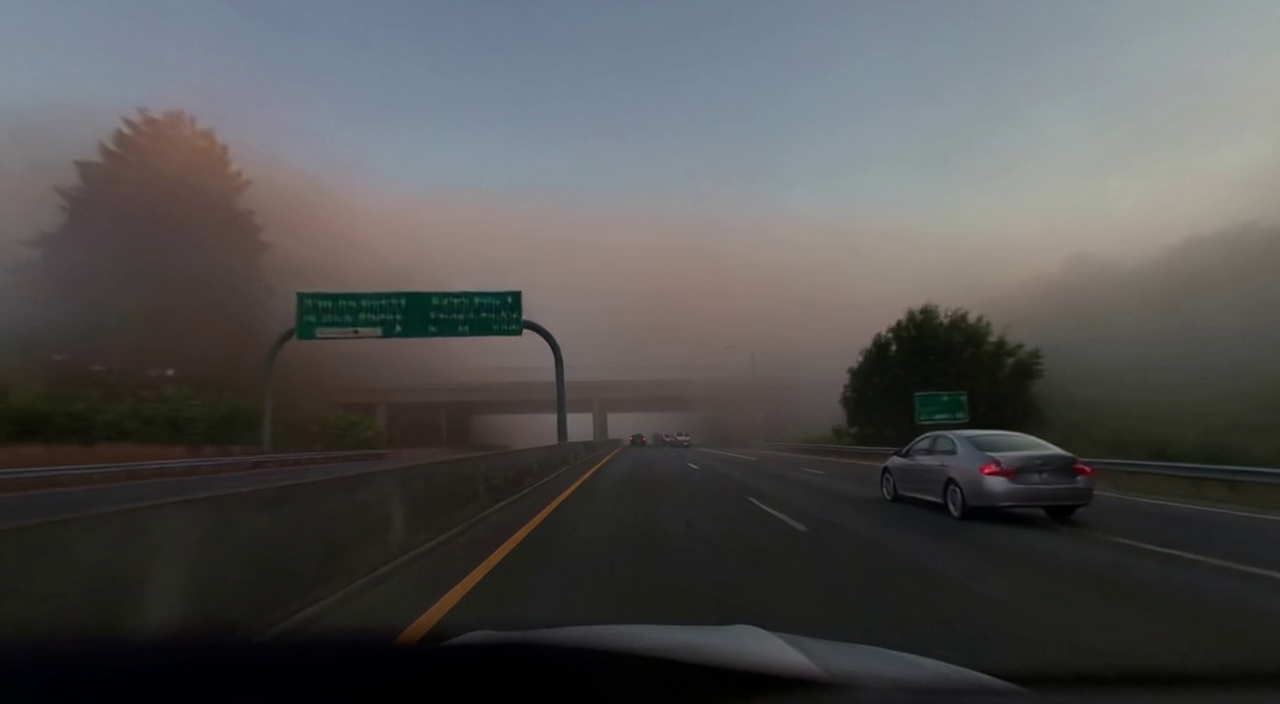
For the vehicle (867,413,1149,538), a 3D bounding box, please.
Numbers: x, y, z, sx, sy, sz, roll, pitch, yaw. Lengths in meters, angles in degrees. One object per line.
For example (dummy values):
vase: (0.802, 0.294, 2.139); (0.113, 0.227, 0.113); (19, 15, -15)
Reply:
vehicle: (5.473, 1.855, 10.168); (1.940, 1.578, 4.122); (0, -8, -2)
